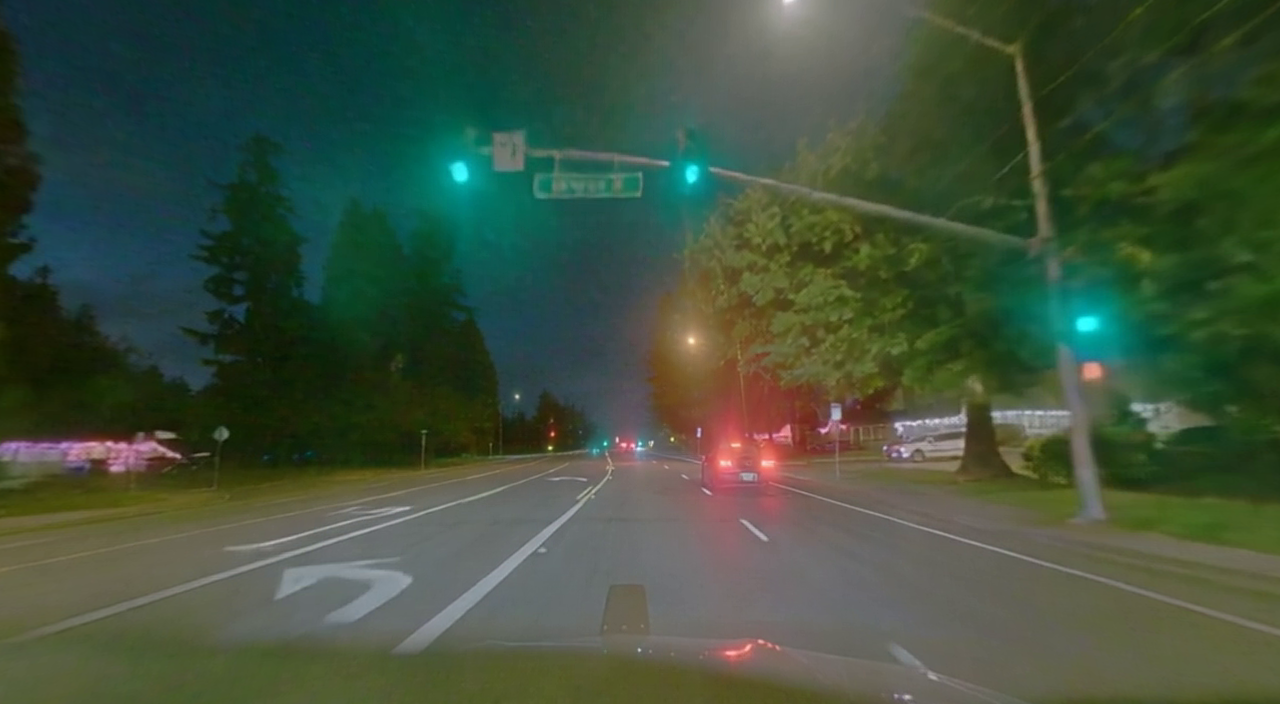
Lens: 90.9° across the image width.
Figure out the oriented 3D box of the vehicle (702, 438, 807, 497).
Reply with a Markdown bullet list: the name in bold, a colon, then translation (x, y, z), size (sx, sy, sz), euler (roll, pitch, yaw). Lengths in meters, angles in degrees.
- **vehicle**: translation (3.105, 3.242, 18.106), size (2.134, 1.476, 4.327), euler (0, -8, -1)

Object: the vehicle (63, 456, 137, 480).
- **vehicle**: translation (-38.115, 8.189, 44.621), size (1.733, 1.527, 3.731), euler (0, -9, 4)

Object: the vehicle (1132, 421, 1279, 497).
- **vehicle**: translation (14.119, 2.350, 13.997), size (4.514, 1.546, 2.044), euler (-1, -8, 5)

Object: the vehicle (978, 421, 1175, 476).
- **vehicle**: translation (13.489, 3.006, 19.697), size (4.689, 1.583, 1.947), euler (0, -8, -1)
